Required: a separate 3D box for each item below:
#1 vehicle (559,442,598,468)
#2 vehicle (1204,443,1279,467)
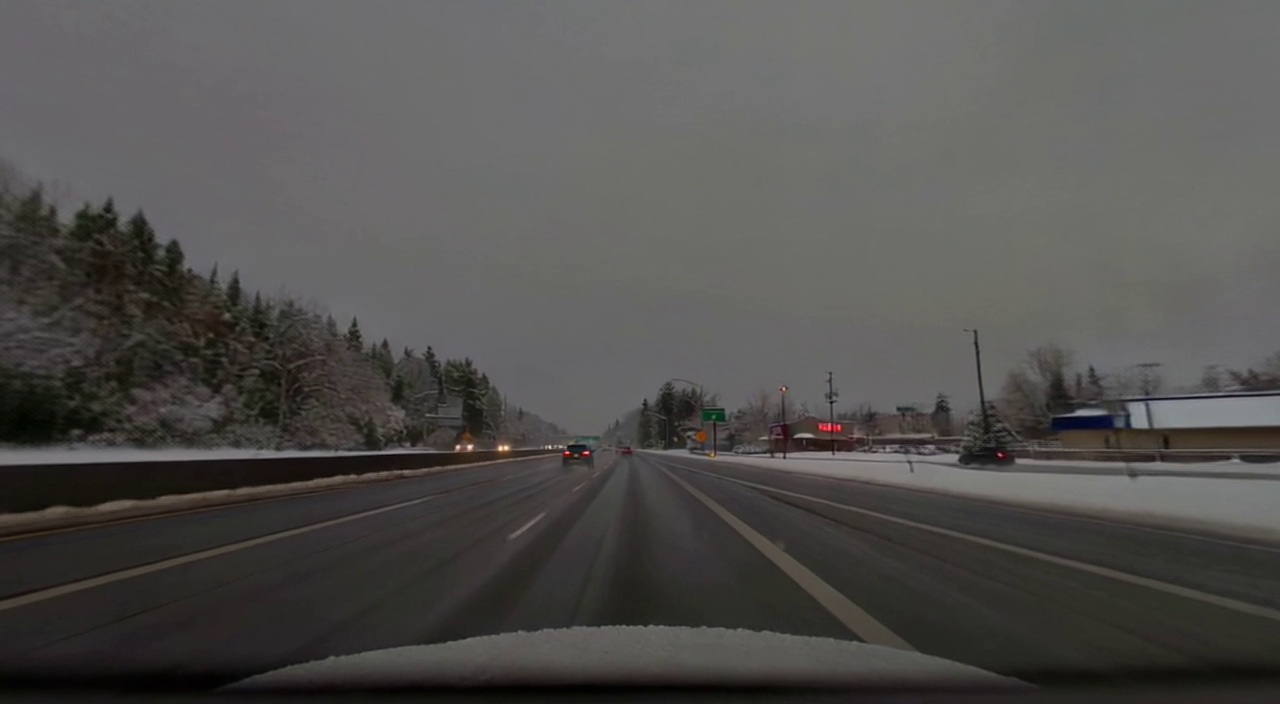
[{"bbox_3d":[-4.316,7.344,45.194,2.236,1.736,5.585,0,-8,0],"label":"vehicle"},{"bbox_3d":[47.122,7.920,48.817,1.922,1.739,4.652,4,-9,-27],"label":"vehicle"}]
